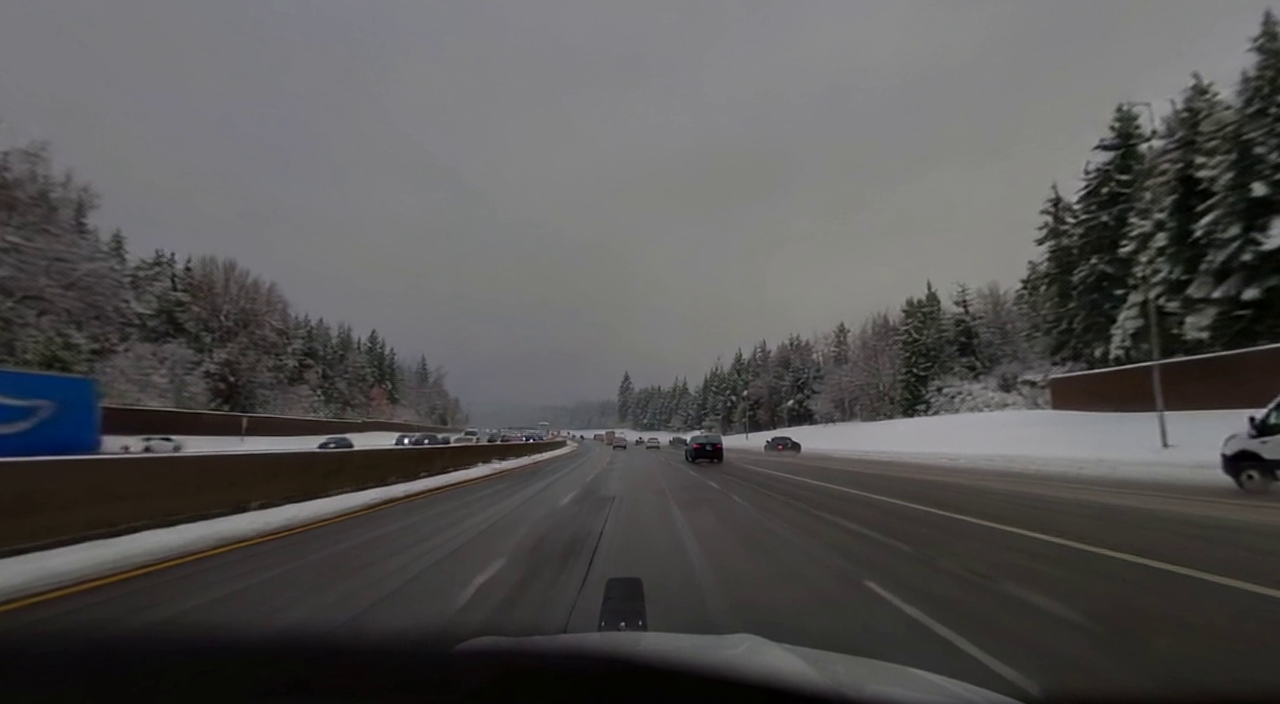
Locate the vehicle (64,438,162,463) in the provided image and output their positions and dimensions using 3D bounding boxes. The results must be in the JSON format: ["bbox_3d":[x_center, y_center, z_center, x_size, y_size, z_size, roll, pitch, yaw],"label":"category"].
[{"bbox_3d":[-32.907,6.150,39.561,1.859,1.457,4.724,-1,-8,4],"label":"vehicle"}]

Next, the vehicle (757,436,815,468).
[{"bbox_3d":[7.387,5.100,32.299,1.798,1.473,4.077,0,-8,-2],"label":"vehicle"}]

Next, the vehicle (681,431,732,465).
[{"bbox_3d":[3.549,5.245,34.494,2.141,1.732,4.279,0,-8,-3],"label":"vehicle"}]

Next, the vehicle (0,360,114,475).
[{"bbox_3d":[-25.059,1.897,19.755,2.972,4.191,16.717,0,-8,0],"label":"vehicle"}]
